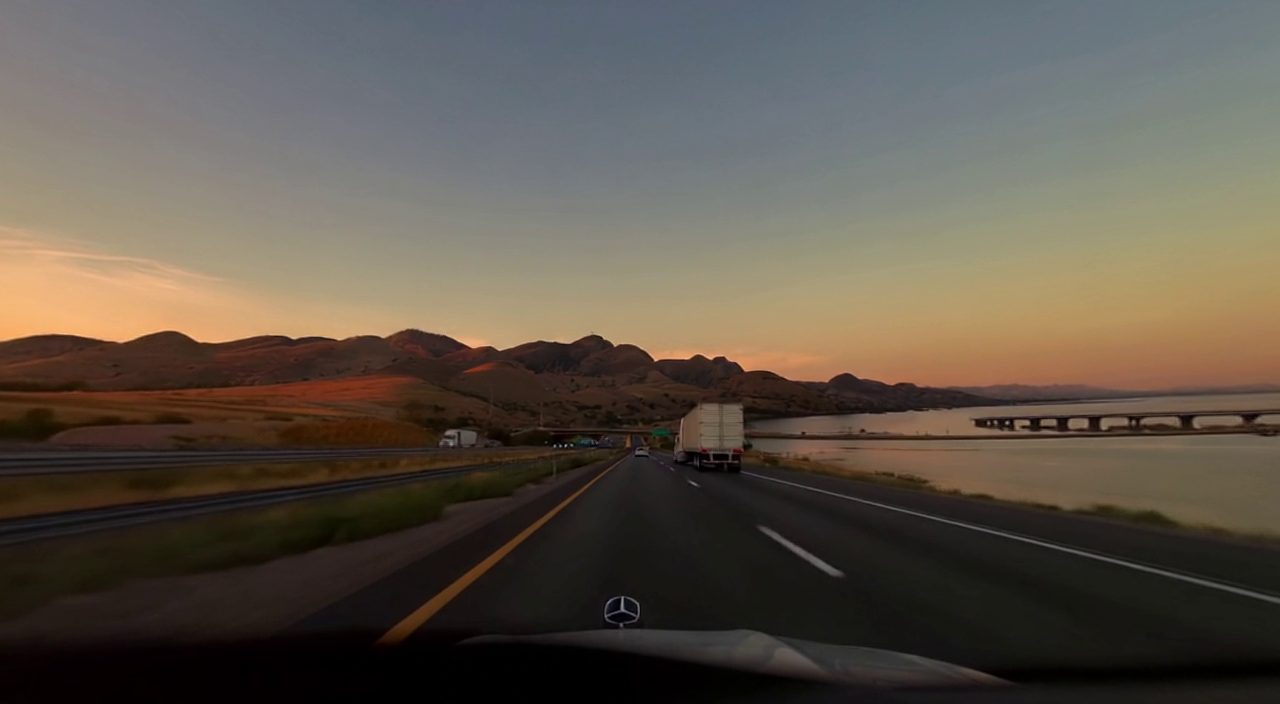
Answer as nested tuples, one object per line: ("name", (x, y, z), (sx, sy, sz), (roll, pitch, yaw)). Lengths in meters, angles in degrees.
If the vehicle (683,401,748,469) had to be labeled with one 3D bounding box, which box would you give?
("vehicle", (4.953, 5.968, 44.253), (3.035, 4.005, 13.454), (0, -9, 1))
